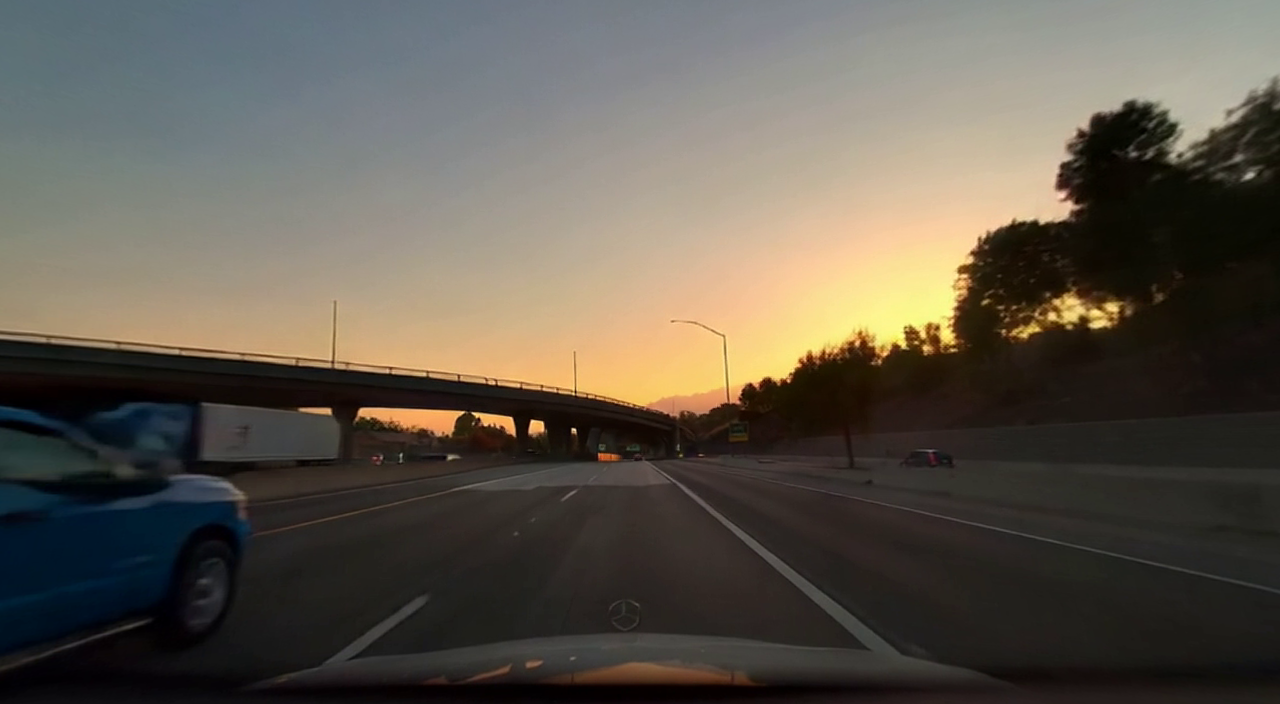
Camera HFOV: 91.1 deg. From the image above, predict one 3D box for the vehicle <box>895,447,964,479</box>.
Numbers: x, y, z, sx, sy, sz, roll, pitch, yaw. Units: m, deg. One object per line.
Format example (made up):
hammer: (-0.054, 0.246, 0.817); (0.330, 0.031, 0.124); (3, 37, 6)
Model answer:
vehicle: (15.468, 5.920, 33.762); (1.834, 1.555, 3.751); (0, -9, -1)

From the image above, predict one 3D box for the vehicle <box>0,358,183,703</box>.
vehicle: (-3.720, 0.696, 1.318); (2.152, 1.717, 4.423); (0, -9, 0)
